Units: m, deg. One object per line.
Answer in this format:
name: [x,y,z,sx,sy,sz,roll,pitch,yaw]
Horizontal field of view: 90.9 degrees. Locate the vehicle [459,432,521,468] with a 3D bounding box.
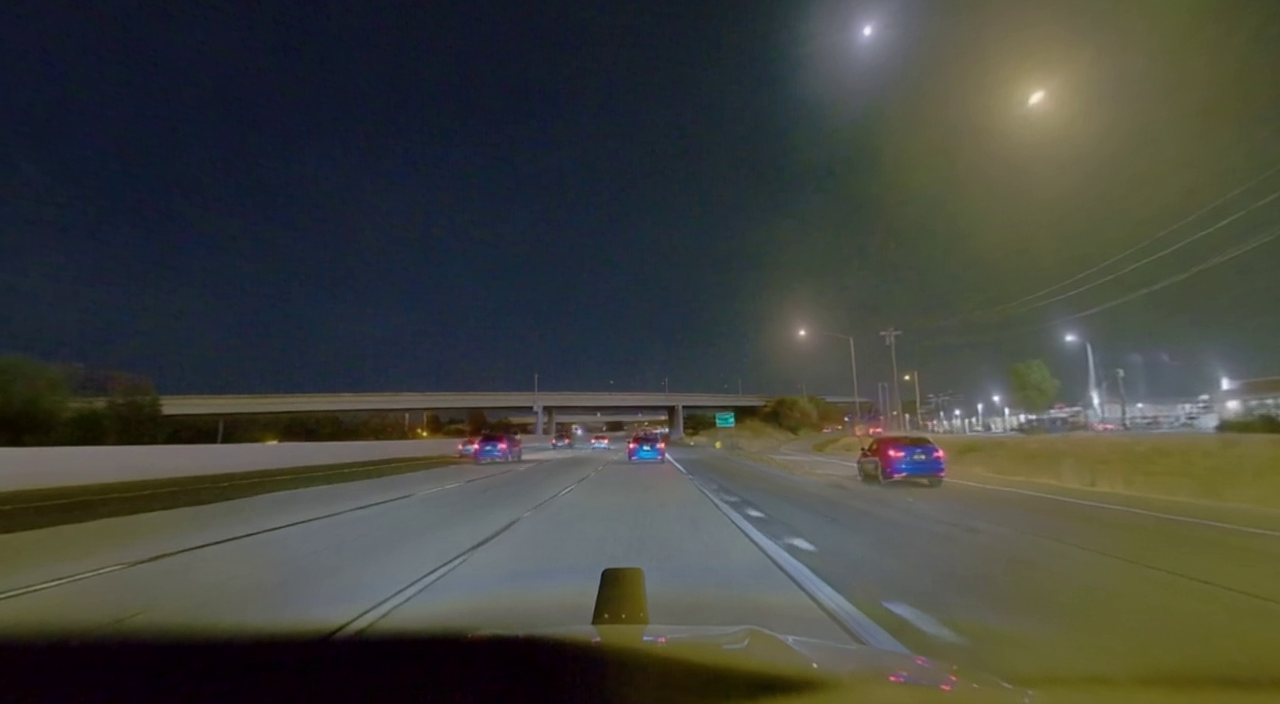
vehicle: [-7.451,4.918,31.791,2.067,1.682,4.388,0,-8,0]

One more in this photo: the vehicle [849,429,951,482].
vehicle: [9.156,3.686,22.706,2.095,1.674,4.530,-1,-8,5]

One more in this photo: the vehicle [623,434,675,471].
vehicle: [0.341,4.450,27.968,2.145,1.493,4.146,0,-8,0]
